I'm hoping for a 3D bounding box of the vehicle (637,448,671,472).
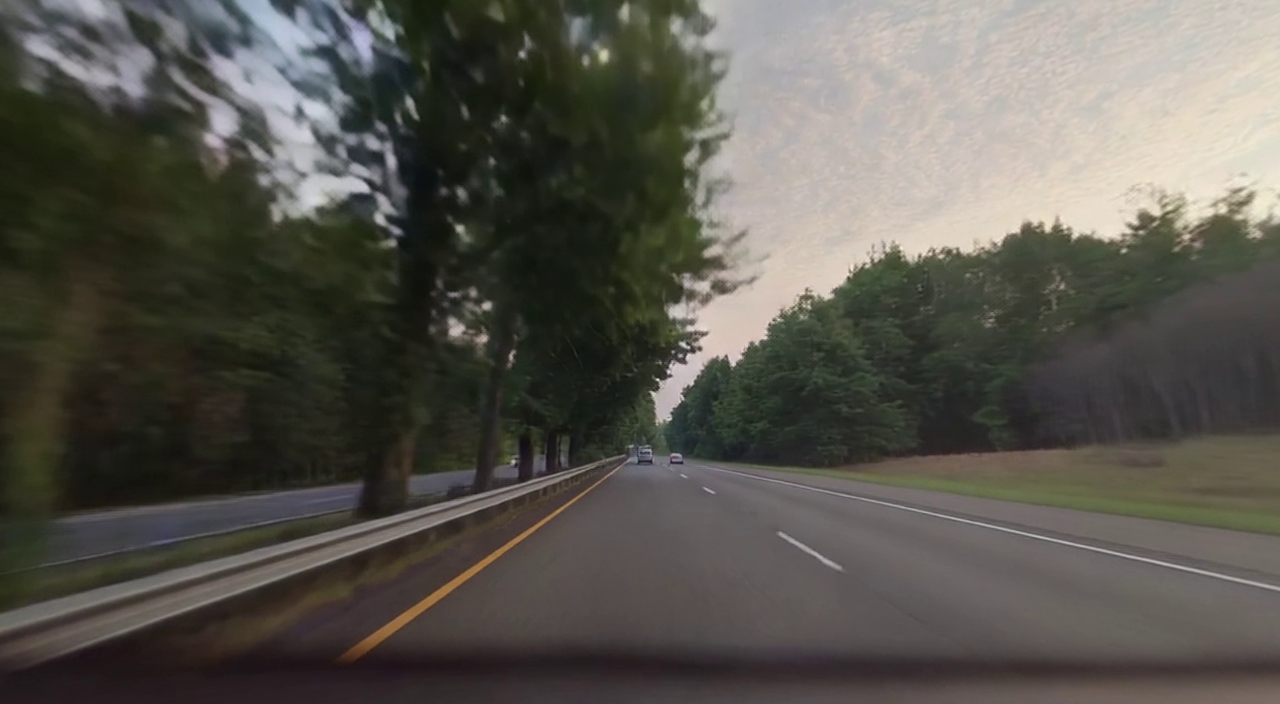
[{"bbox_3d":[0.908,7.311,42.888,2.162,1.492,3.975,0,-9,-1],"label":"vehicle"}]
